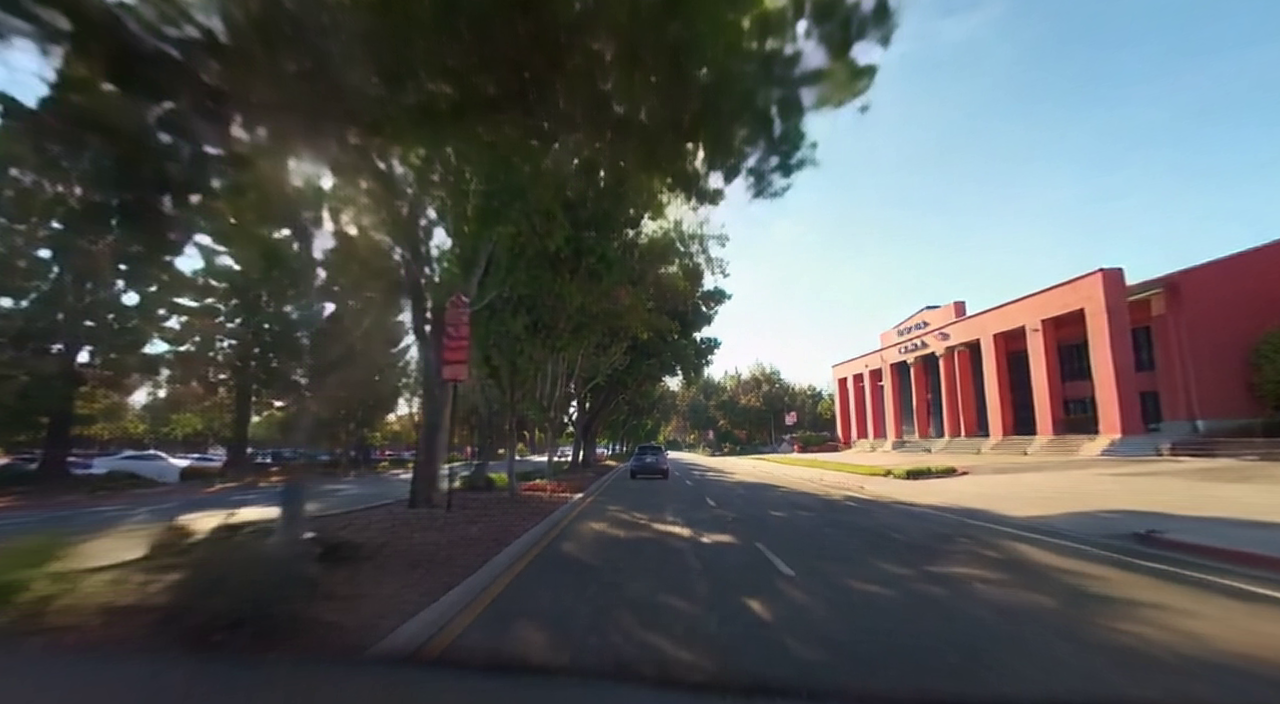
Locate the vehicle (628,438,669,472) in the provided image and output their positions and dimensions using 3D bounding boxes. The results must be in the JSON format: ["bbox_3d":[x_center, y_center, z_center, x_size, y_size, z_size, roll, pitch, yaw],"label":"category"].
[{"bbox_3d":[0.468,5.619,34.553,2.123,1.703,4.292,0,-8,1],"label":"vehicle"}]
